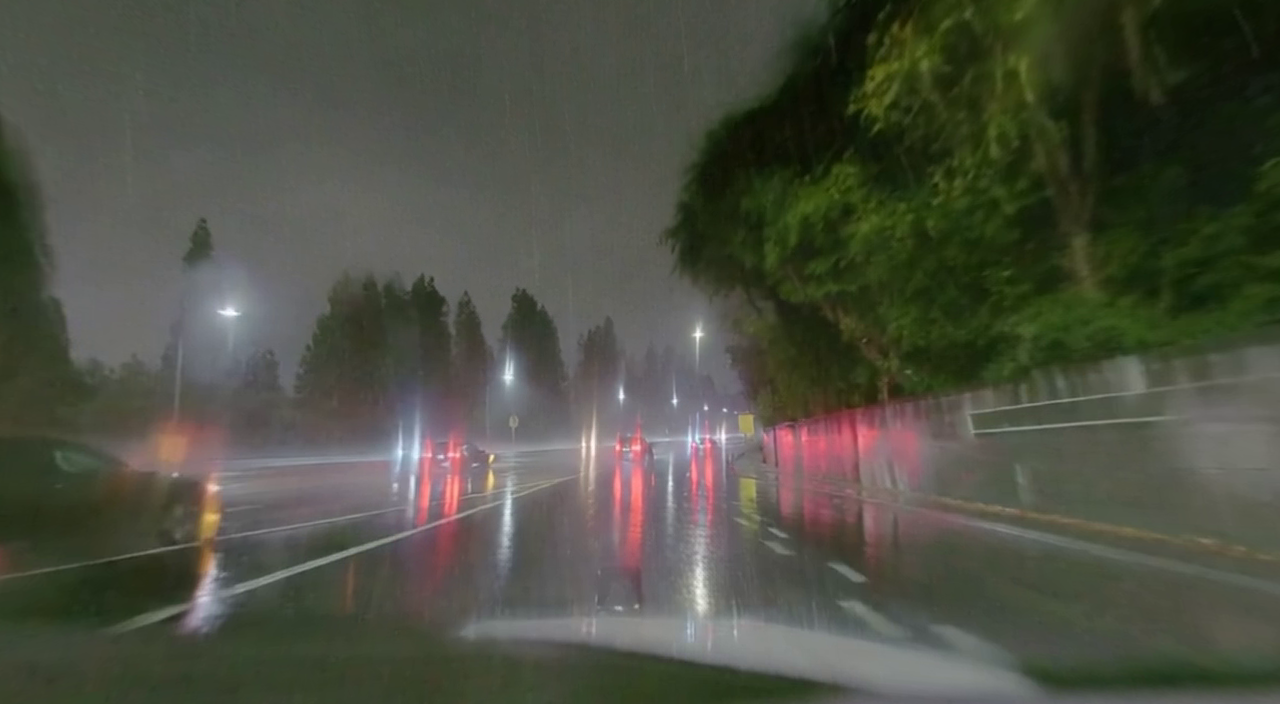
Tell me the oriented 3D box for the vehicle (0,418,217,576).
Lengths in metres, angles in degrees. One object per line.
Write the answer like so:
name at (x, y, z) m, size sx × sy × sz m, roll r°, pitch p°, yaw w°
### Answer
vehicle at (-7.677, 1.601, 7.172) m, size 2.082 × 1.638 × 4.644 m, roll -1°, pitch -9°, yaw 8°

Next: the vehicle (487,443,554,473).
vehicle at (-6.266, 5.606, 33.646) m, size 1.860 × 1.442 × 4.332 m, roll -2°, pitch -9°, yaw 13°

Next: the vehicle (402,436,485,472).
vehicle at (-10.255, 5.368, 33.390) m, size 2.089 × 1.736 × 4.662 m, roll -2°, pitch -9°, yaw 12°

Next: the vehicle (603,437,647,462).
vehicle at (-1.017, 7.254, 47.126) m, size 2.105 × 1.764 × 5.109 m, roll -2°, pitch -9°, yaw 12°

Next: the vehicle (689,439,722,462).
vehicle at (5.031, 7.505, 48.230) m, size 2.012 × 1.622 × 4.166 m, roll -2°, pitch -9°, yaw 12°
